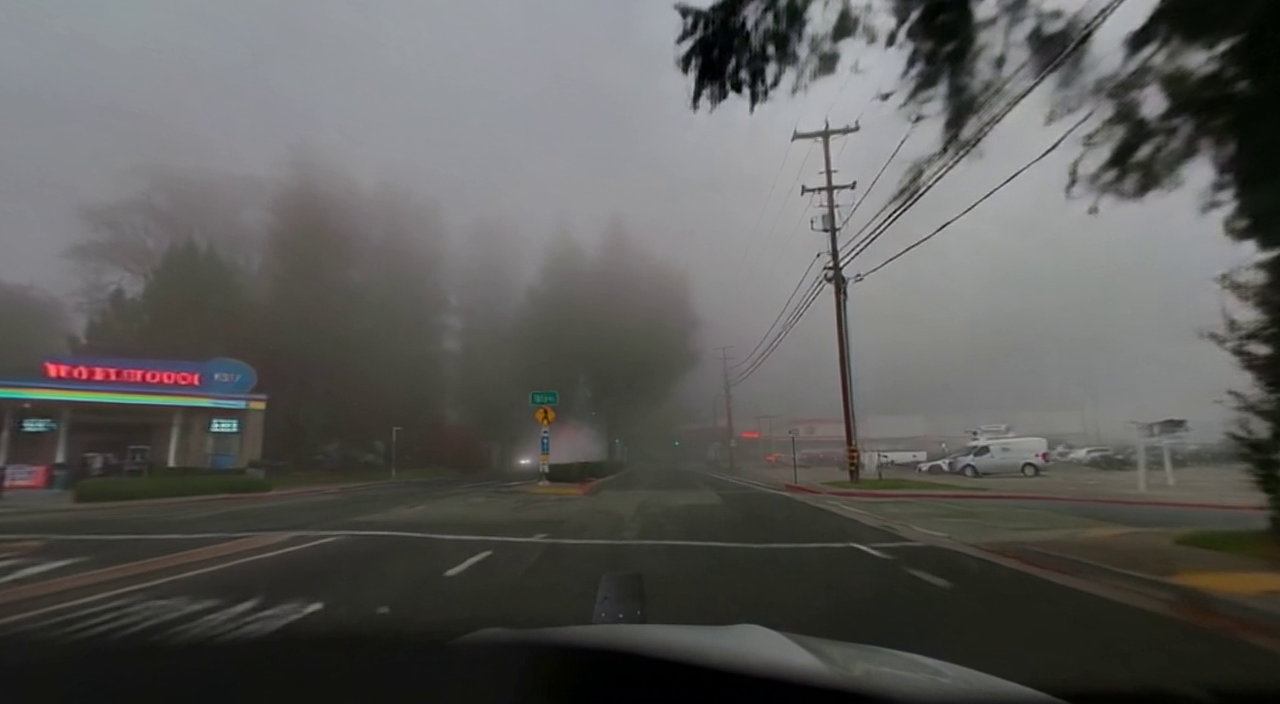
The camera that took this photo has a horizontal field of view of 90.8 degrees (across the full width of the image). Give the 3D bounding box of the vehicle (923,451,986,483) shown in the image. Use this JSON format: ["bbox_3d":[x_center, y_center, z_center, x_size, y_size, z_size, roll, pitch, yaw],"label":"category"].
[{"bbox_3d":[19.501,7.116,39.403,2.041,1.674,4.301,3,-8,4],"label":"vehicle"}]

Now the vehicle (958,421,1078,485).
[{"bbox_3d":[19.011,5.106,32.268,2.642,2.930,5.826,-1,-8,3],"label":"vehicle"}]

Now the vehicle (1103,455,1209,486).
[{"bbox_3d":[26.597,6.099,32.773,2.113,1.461,3.997,0,-9,1],"label":"vehicle"}]
